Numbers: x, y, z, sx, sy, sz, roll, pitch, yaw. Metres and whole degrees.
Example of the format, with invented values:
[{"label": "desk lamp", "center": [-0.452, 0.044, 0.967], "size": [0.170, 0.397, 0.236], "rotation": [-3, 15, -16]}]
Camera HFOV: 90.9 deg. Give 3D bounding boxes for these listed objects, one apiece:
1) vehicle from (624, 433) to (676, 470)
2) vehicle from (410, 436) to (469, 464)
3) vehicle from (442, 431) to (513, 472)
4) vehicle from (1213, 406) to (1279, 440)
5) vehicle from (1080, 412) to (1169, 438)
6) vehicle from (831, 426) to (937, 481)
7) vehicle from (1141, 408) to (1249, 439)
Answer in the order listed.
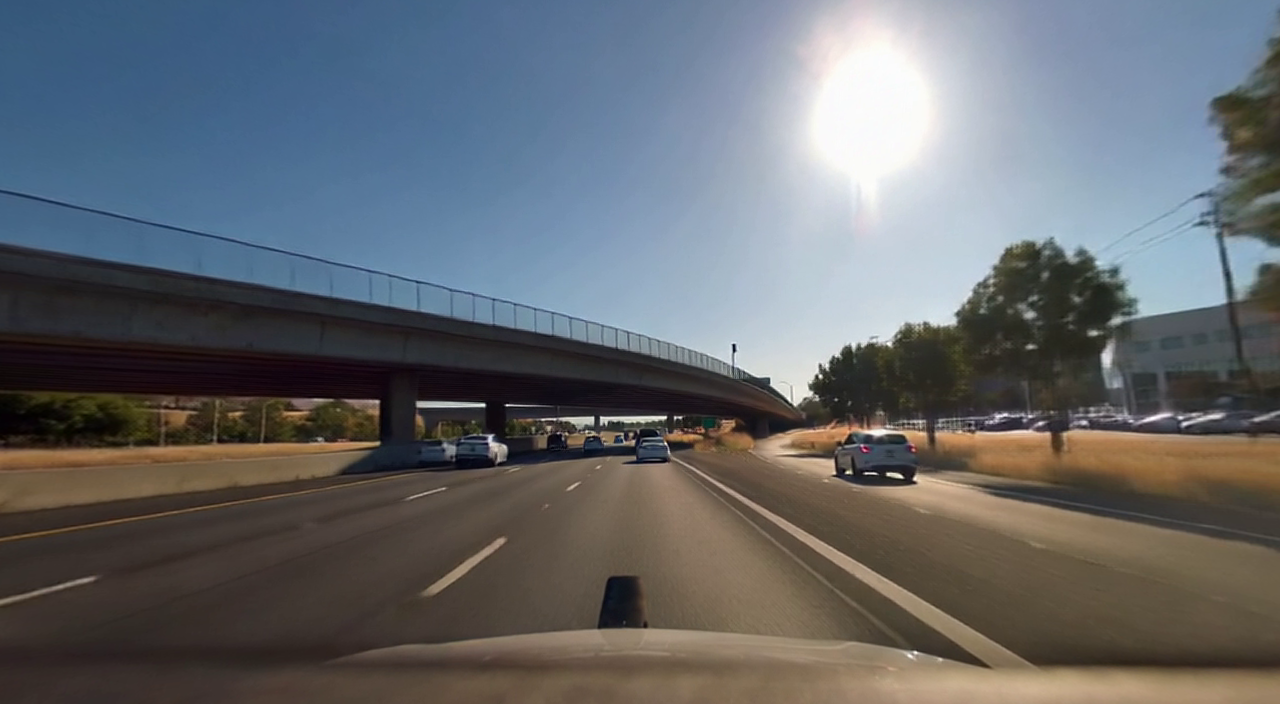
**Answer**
[{"label": "vehicle", "center": [0.394, 4.423, 28.037], "size": [2.145, 1.493, 4.146], "rotation": [0, -9, 0]}, {"label": "vehicle", "center": [-11.514, 5.676, 36.555], "size": [1.858, 1.491, 4.734], "rotation": [0, -9, 0]}, {"label": "vehicle", "center": [-7.281, 4.506, 28.705], "size": [2.067, 1.682, 4.388], "rotation": [0, -9, 0]}, {"label": "vehicle", "center": [28.753, 3.241, 28.478], "size": [1.797, 1.435, 4.566], "rotation": [-1, -9, 6]}, {"label": "vehicle", "center": [30.090, 4.618, 39.367], "size": [1.926, 1.468, 5.111], "rotation": [-1, -9, 6]}, {"label": "vehicle", "center": [8.172, 3.454, 21.644], "size": [2.095, 1.674, 4.530], "rotation": [-1, -9, 4]}, {"label": "vehicle", "center": [29.517, 3.894, 33.776], "size": [1.842, 1.460, 4.810], "rotation": [-1, -9, 7]}]
